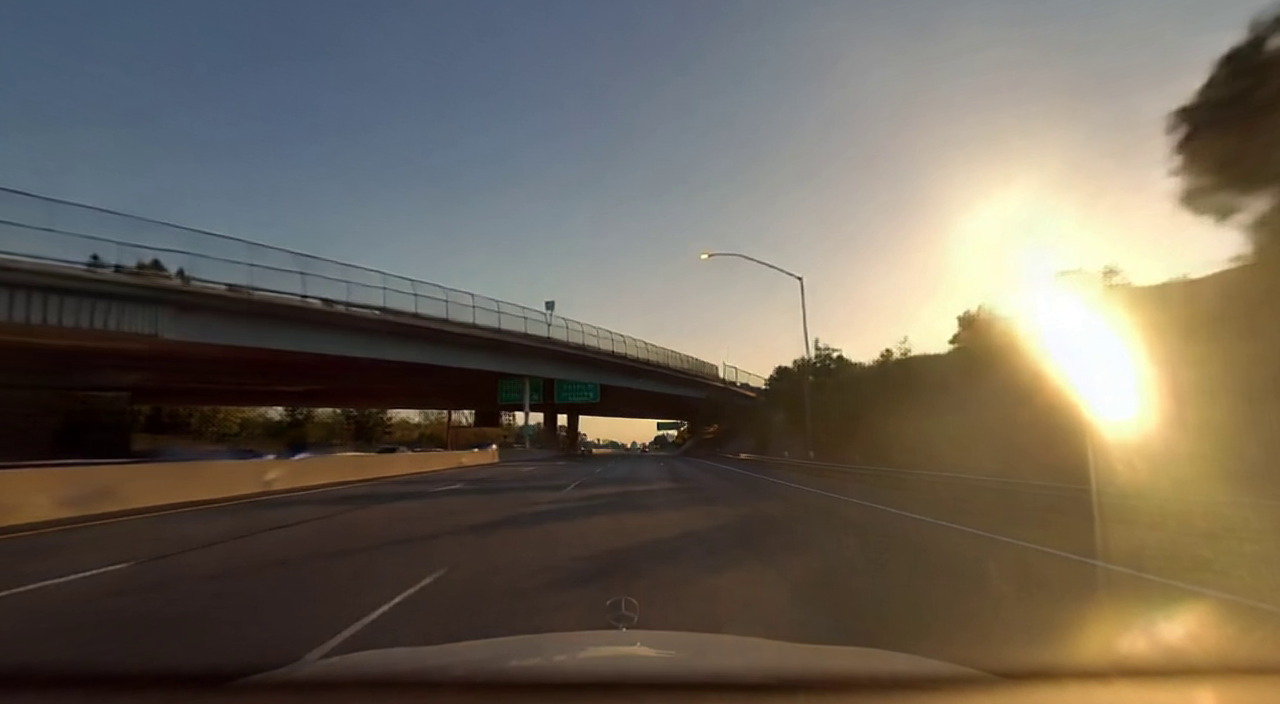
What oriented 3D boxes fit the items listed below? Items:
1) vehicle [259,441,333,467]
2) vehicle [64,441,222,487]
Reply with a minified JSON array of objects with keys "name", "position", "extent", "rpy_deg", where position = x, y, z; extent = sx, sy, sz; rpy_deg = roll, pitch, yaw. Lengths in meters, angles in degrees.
[{"name":"vehicle","position":[-21.148,6.275,39.108],"extent":[1.919,1.499,4.719],"rpy_deg":[0,-8,0]},{"name":"vehicle","position":[-17.997,4.036,23.228],"extent":[1.934,1.490,4.775],"rpy_deg":[0,-8,0]}]
